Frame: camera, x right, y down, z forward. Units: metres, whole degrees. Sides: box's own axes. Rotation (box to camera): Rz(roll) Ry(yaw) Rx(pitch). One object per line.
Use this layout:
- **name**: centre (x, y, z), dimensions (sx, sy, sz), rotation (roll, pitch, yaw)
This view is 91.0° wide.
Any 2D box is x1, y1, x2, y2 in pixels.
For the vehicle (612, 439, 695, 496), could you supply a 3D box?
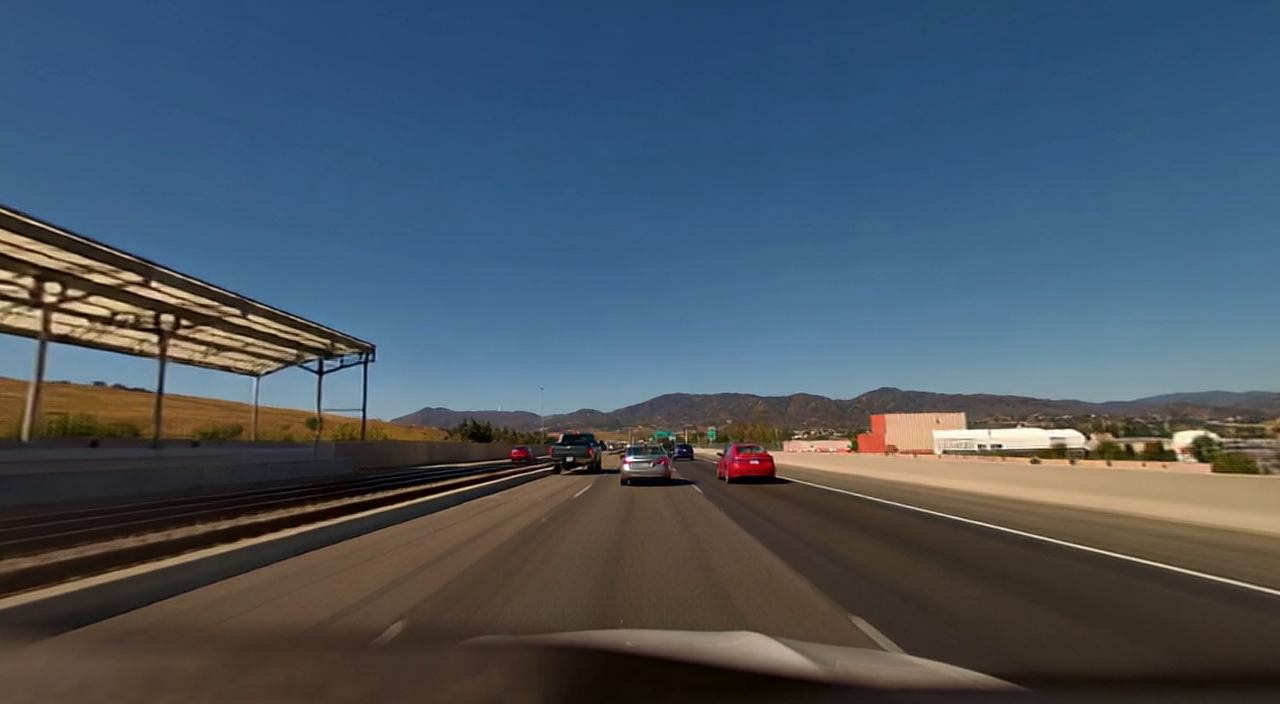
- **vehicle**: centre (0.334, 3.353, 18.693), dimensions (2.171, 1.493, 4.081), rotation (0, -9, 0)

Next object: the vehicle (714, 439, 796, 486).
- **vehicle**: centre (3.997, 3.946, 22.798), dimensions (2.023, 1.510, 4.773), rotation (0, -9, -1)

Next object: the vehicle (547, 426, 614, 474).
- **vehicle**: centre (-2.968, 5.146, 33.107), dimensions (2.733, 2.230, 6.820), rotation (0, -9, 1)
